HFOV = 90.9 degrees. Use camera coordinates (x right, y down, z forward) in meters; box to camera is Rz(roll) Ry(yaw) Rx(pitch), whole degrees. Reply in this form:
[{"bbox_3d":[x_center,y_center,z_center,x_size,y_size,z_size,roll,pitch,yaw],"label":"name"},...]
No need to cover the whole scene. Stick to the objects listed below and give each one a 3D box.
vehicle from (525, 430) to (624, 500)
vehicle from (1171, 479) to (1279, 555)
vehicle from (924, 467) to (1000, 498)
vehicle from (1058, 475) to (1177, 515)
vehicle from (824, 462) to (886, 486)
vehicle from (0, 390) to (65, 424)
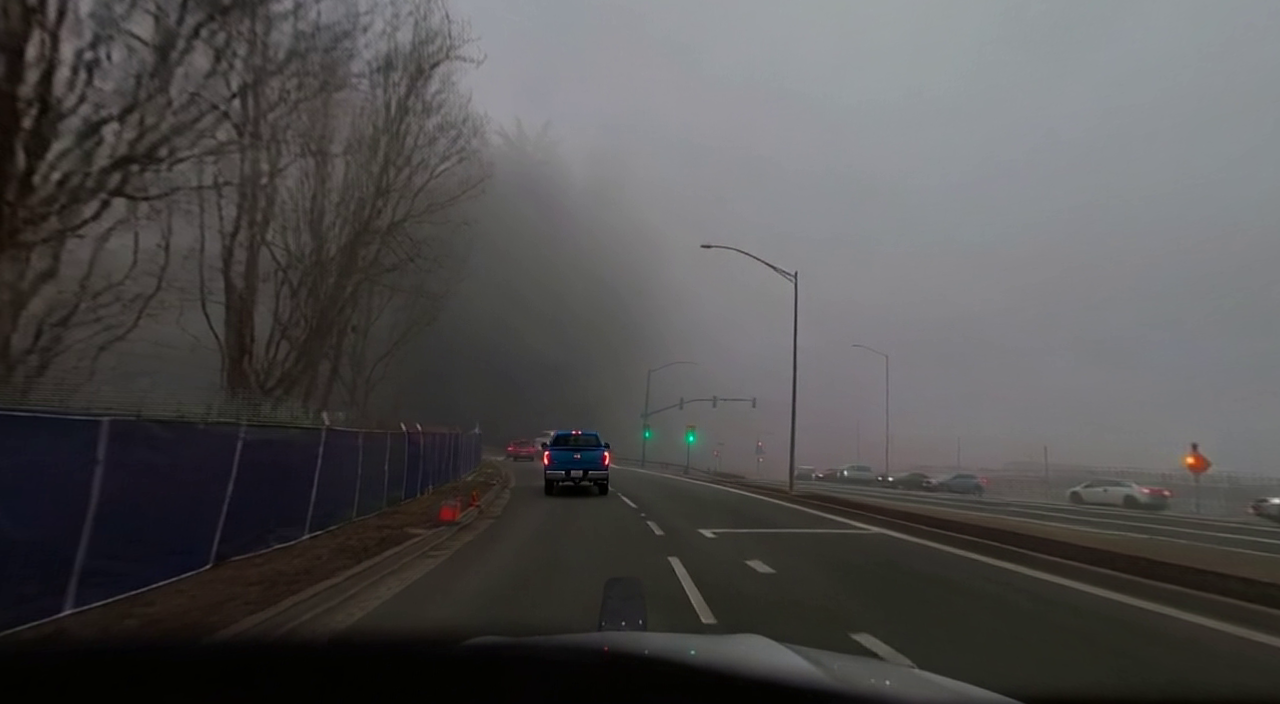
[{"bbox_3d":[-1.885,3.202,18.308,2.436,1.698,5.322,1,-9,-6],"label":"vehicle"},{"bbox_3d":[14.910,3.711,14.033,1.838,1.494,4.553,1,-9,-8],"label":"vehicle"},{"bbox_3d":[20.484,8.283,40.356,1.841,1.673,4.470,1,-9,-11],"label":"vehicle"},{"bbox_3d":[22.510,6.727,29.967,1.805,1.494,4.362,1,-9,-10],"label":"vehicle"},{"bbox_3d":[15.255,8.675,45.012,1.884,1.622,4.485,3,-10,-16],"label":"vehicle"},{"bbox_3d":[-35.482,3.296,36.882,1.907,1.637,5.187,8,-12,-34],"label":"vehicle"}]
